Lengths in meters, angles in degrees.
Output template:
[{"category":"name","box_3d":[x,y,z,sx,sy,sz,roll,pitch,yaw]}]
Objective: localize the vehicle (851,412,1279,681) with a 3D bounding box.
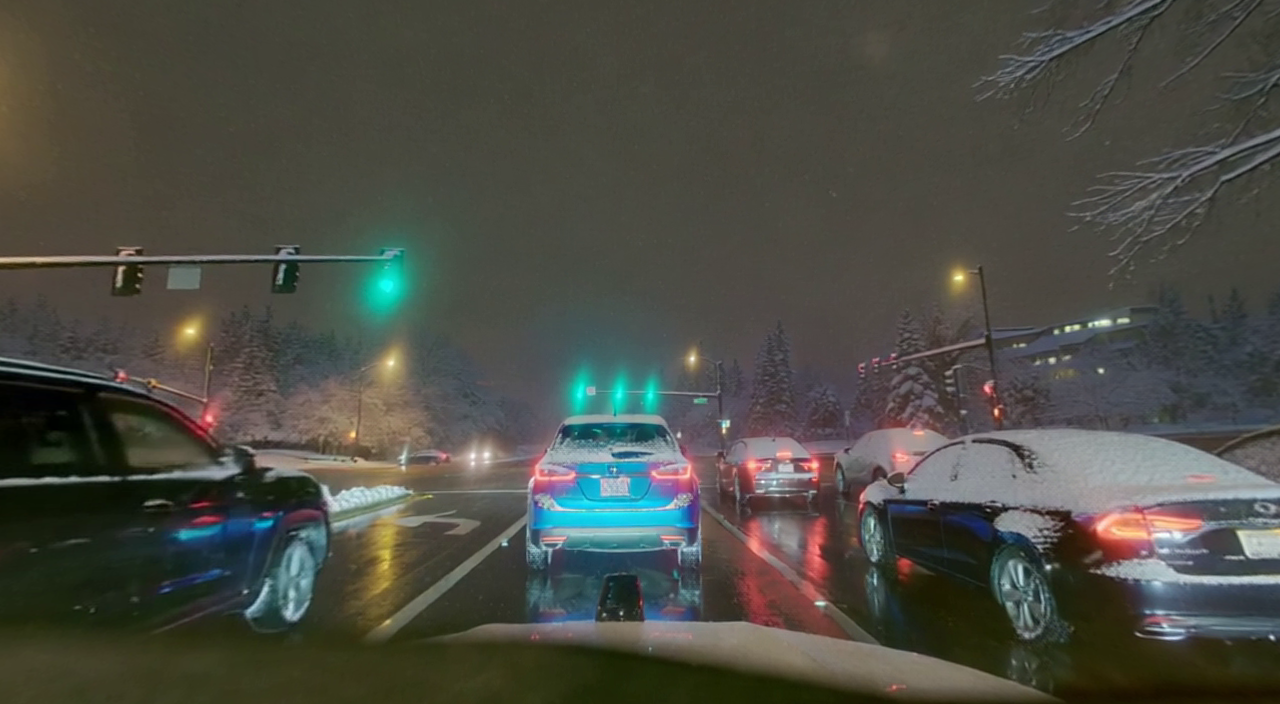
[{"category":"vehicle","box_3d":[3.621,1.394,5.701,1.861,1.478,4.185,0,-8,-2]}]

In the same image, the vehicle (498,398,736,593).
[{"category":"vehicle","box_3d":[-0.265,1.553,7.628,2.101,1.707,3.904,0,-8,-2]}]

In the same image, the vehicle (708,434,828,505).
[{"category":"vehicle","box_3d":[2.996,2.853,15.777,1.950,1.506,4.086,0,-8,-3]}]

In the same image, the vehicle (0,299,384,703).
[{"category":"vehicle","box_3d":[-3.279,0.827,2.824,2.186,1.794,4.972,0,-8,0]}]

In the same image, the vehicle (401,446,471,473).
[{"category":"vehicle","box_3d":[-11.994,6.232,37.000,4.369,1.466,1.791,-7,-11,40]}]
